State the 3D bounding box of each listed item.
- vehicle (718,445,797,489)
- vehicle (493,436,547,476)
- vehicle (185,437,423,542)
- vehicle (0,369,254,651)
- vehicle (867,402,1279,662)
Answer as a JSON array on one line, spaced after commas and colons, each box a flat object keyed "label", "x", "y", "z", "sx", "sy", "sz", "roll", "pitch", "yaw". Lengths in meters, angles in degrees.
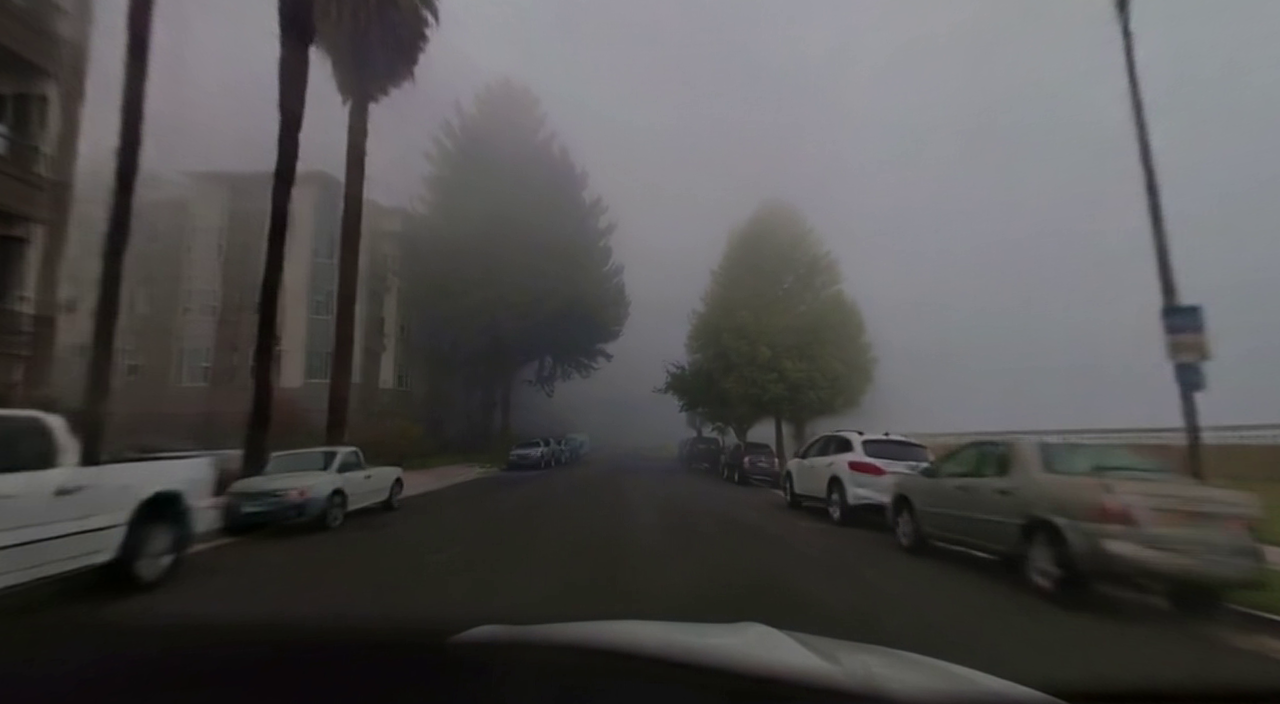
[{"label": "vehicle", "x": 4.213, "y": 4.192, "z": 23.414, "sx": 1.909, "sy": 1.449, "sz": 4.513, "roll": 0, "pitch": -8, "yaw": -2}, {"label": "vehicle", "x": -5.953, "y": 5.207, "z": 31.935, "sx": 1.947, "sy": 1.806, "sz": 4.413, "roll": 2, "pitch": -8, "yaw": -2}, {"label": "vehicle", "x": -5.748, "y": 2.366, "z": 11.685, "sx": 1.949, "sy": 1.512, "sz": 4.783, "roll": 0, "pitch": -9, "yaw": -3}, {"label": "vehicle", "x": -5.552, "y": 1.092, "z": 4.404, "sx": 2.358, "sy": 1.905, "sz": 5.615, "roll": 0, "pitch": -9, "yaw": -3}, {"label": "vehicle", "x": 4.437, "y": 1.592, "z": 6.831, "sx": 1.969, "sy": 1.782, "sz": 4.677, "roll": 0, "pitch": -8, "yaw": -3}]
